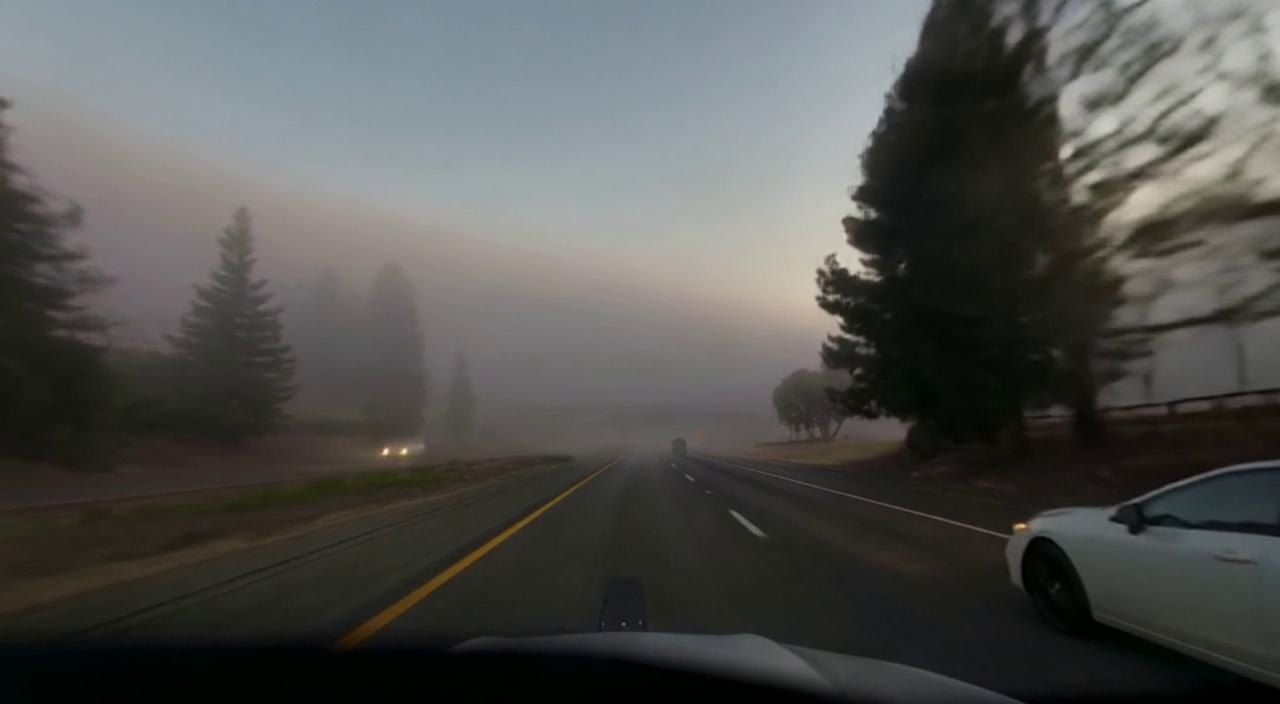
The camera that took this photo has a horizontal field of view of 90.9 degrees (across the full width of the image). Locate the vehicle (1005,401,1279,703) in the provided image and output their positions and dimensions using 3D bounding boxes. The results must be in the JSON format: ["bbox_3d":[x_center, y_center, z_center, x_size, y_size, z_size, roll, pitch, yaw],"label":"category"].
[{"bbox_3d":[3.936,0.929,2.566,2.027,1.487,4.718,0,-8,-1],"label":"vehicle"}]
